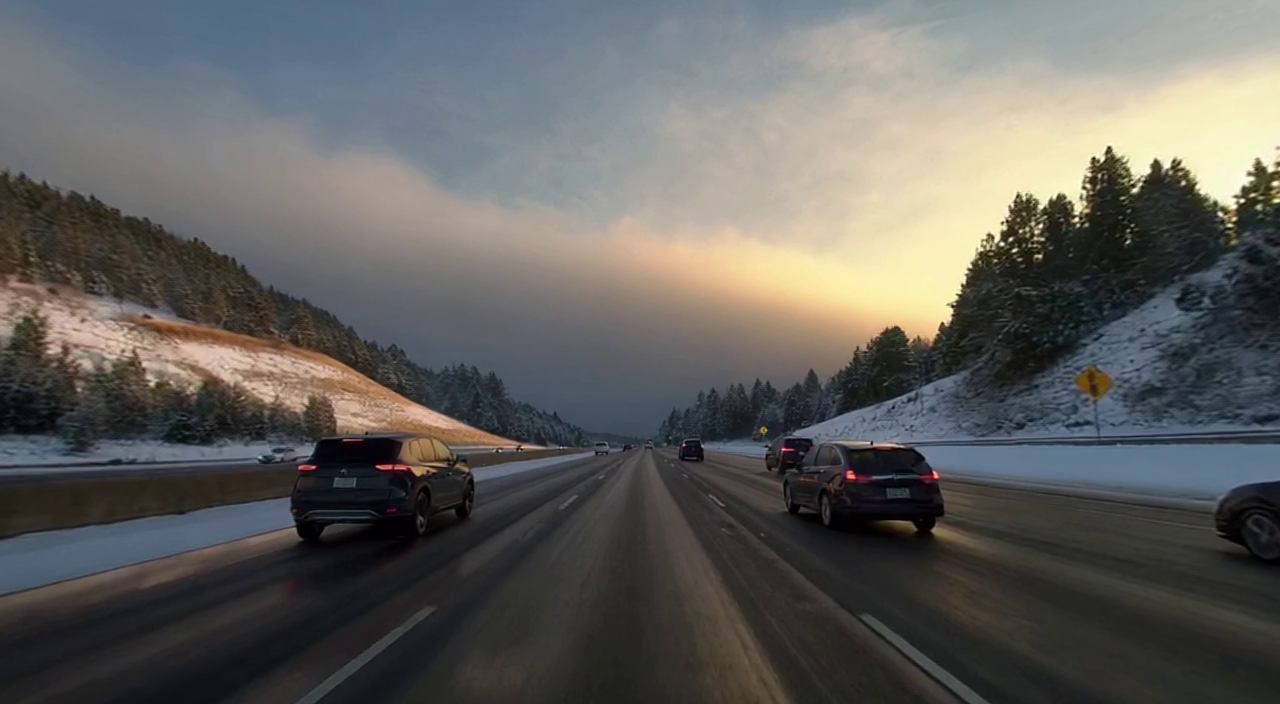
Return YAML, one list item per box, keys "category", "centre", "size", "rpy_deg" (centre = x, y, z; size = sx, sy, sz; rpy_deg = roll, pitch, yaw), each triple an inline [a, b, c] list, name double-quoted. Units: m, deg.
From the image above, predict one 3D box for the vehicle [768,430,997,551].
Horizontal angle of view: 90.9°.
- category: "vehicle"
  centre: [3.470, 2.054, 10.077]
  size: [1.941, 1.481, 4.300]
  rpy_deg: [0, -8, 0]

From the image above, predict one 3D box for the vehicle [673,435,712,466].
- category: "vehicle"
  centre: [3.476, 6.603, 42.502]
  size: [2.121, 1.925, 5.056]
  rpy_deg: [0, -8, -1]

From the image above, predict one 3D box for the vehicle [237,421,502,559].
- category: "vehicle"
  centre: [-3.805, 2.019, 9.981]
  size: [2.166, 1.672, 4.388]
  rpy_deg: [0, -8, 1]

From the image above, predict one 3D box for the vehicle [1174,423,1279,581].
- category: "vehicle"
  centre: [7.115, 1.227, 4.674]
  size: [2.035, 1.486, 4.867]
  rpy_deg: [0, -8, 0]
